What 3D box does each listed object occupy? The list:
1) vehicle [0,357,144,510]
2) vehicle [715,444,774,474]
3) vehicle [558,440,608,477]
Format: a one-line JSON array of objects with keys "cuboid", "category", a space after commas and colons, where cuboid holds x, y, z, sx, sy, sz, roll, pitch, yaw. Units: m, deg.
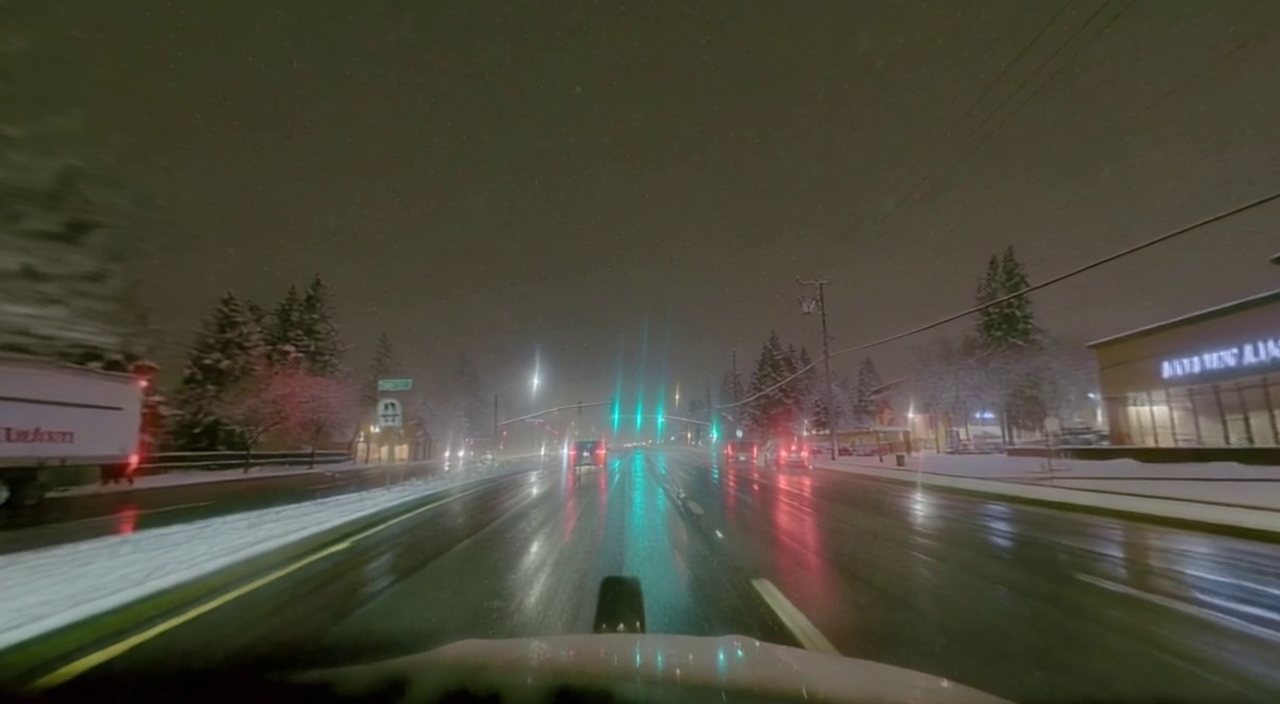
[{"cuboid": [-19.203, 1.705, 13.803, 3.133, 4.167, 16.699, 0, -8, 0], "category": "vehicle"}, {"cuboid": [5.529, 5.714, 34.093, 2.075, 1.475, 4.571, 1, -8, -4], "category": "vehicle"}, {"cuboid": [-2.564, 4.843, 29.140, 2.072, 1.545, 4.578, 1, -8, -3], "category": "vehicle"}]
